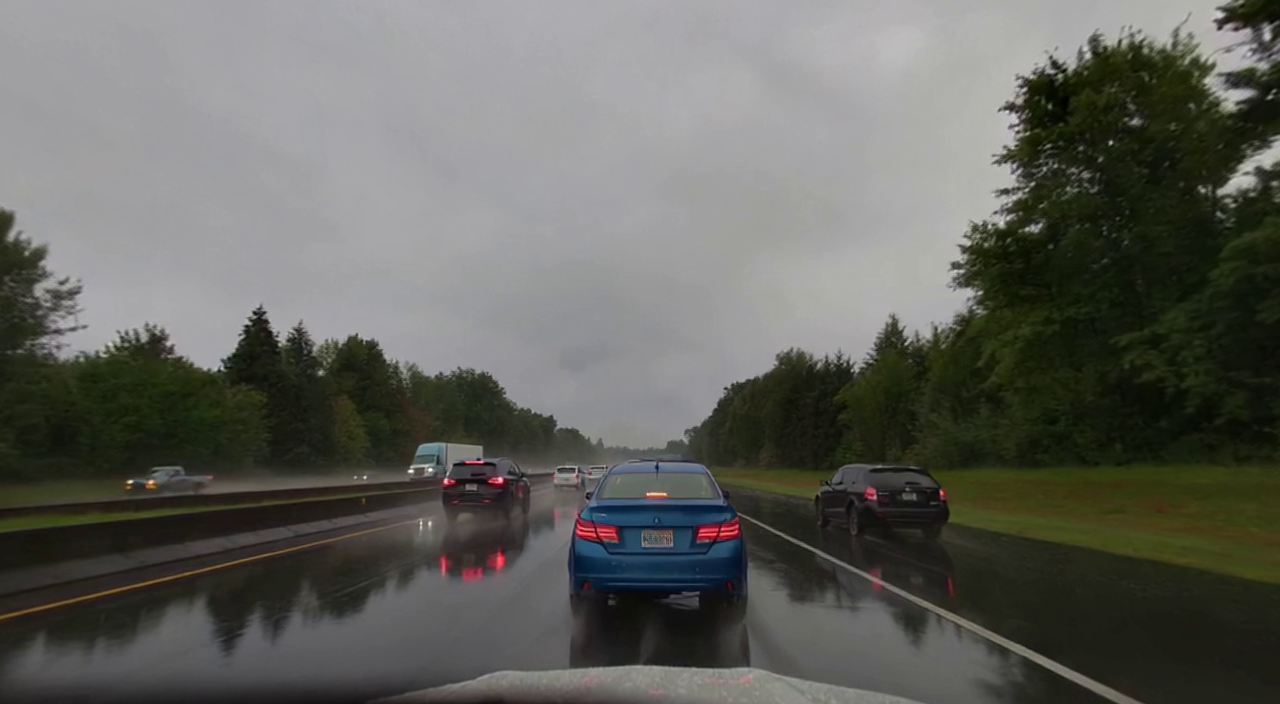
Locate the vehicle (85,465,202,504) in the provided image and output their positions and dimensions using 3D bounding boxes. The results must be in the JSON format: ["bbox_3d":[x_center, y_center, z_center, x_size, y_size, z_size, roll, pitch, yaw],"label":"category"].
[{"bbox_3d":[-24.095,6.416,30.826,1.999,1.733,4.392,0,-11,1],"label":"vehicle"}]

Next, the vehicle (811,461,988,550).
[{"bbox_3d":[4.997,3.015,12.871,1.978,1.472,4.022,0,-11,1],"label":"vehicle"}]

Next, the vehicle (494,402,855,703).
[{"bbox_3d":[0.177,1.550,5.768,2.057,1.725,4.126,1,-11,-1],"label":"vehicle"}]

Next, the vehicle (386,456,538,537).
[{"bbox_3d":[-3.778,3.206,14.409,1.960,1.502,4.593,0,-11,2],"label":"vehicle"}]
